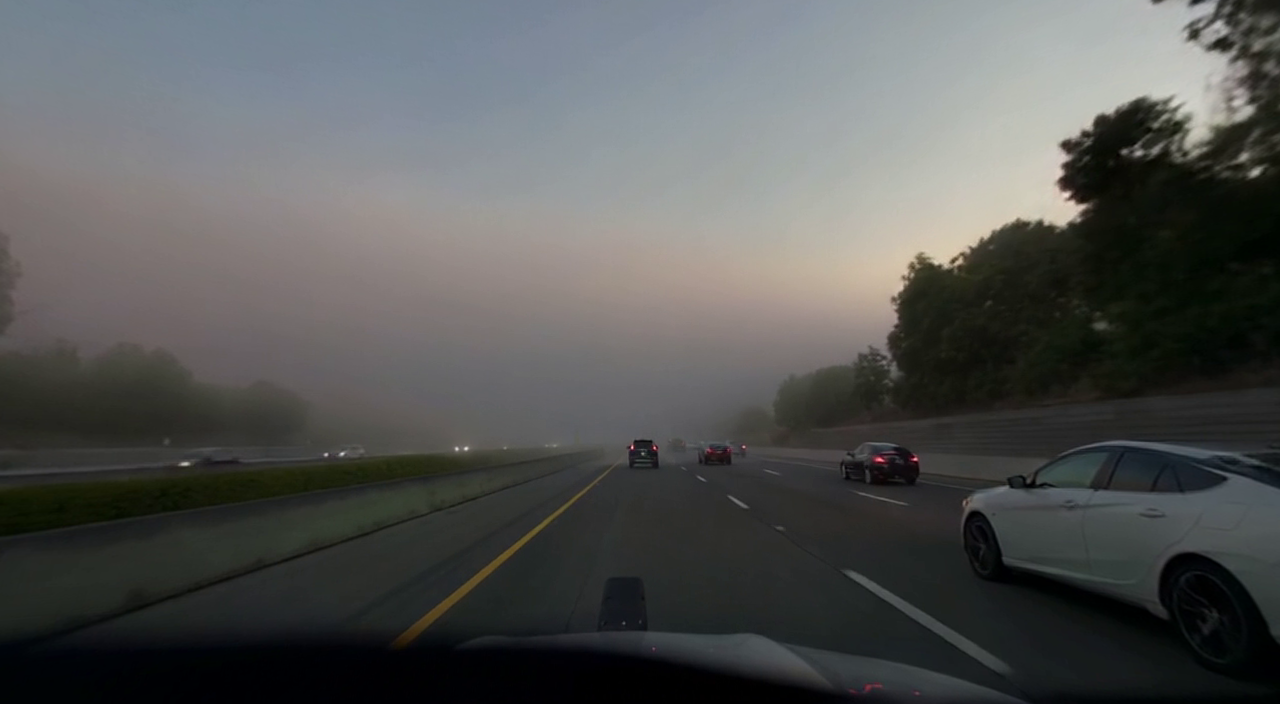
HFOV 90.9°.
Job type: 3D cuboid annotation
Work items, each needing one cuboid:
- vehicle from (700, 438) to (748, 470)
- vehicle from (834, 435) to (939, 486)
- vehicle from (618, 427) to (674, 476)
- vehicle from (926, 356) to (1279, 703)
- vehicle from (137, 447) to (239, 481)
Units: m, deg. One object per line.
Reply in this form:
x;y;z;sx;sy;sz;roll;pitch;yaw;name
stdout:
4.180;5.130;31.917;1.825;1.487;4.034;0;-8;-1;vehicle
8.084;3.584;21.137;1.810;1.516;4.183;0;-8;0;vehicle
0.207;4.197;26.787;2.189;1.852;4.038;0;-8;0;vehicle
3.722;1.005;3.728;2.003;1.661;4.418;-1;-8;1;vehicle
-23.509;5.808;33.047;1.910;1.615;4.586;0;-8;0;vehicle
